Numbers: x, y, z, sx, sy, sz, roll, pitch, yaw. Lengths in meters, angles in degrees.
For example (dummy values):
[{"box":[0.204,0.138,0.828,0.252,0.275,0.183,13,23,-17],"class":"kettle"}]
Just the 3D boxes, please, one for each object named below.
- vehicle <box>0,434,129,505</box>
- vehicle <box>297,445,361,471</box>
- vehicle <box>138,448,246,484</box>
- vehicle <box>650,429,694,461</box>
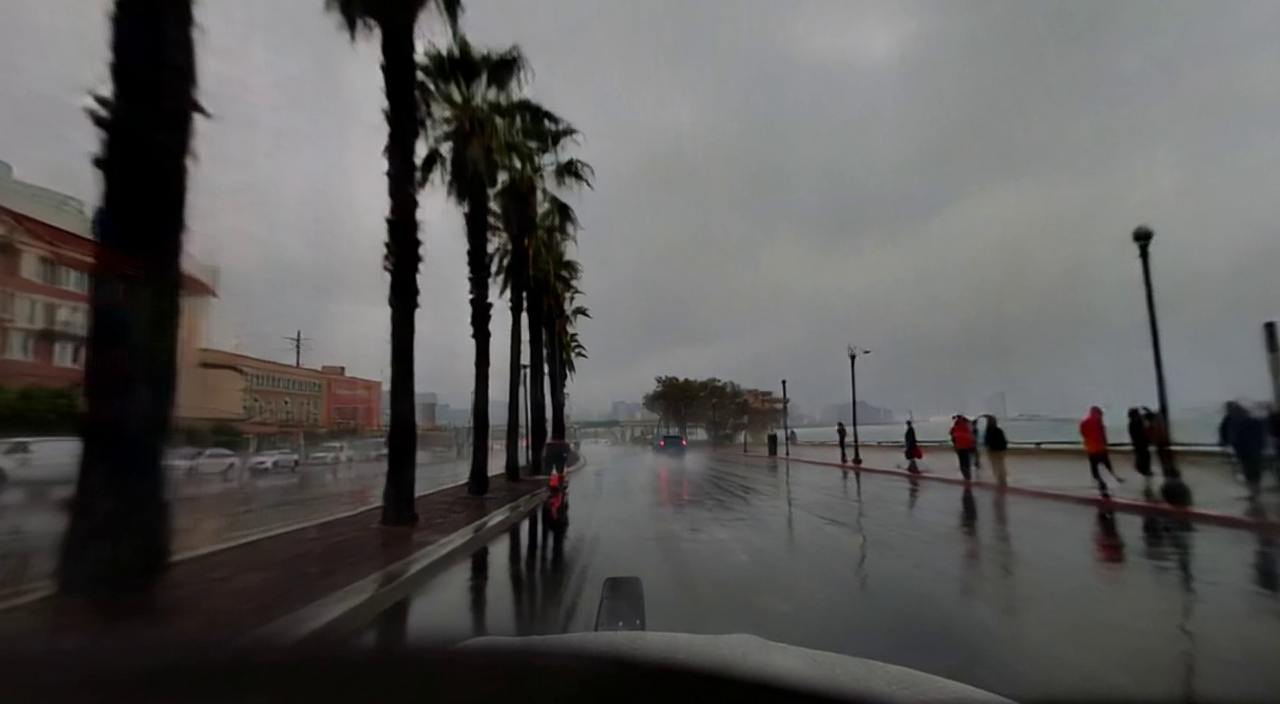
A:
[{"box":[-18.359,3.453,18.950,2.136,1.890,4.670,0,-8,-1],"class":"vehicle"},{"box":[-22.052,7.487,44.990,2.285,1.689,4.968,0,-8,-4],"class":"vehicle"},{"box":[-21.816,5.533,31.044,1.866,1.553,4.835,0,-8,-1],"class":"vehicle"},{"box":[2.027,6.295,42.739,2.284,2.010,6.670,0,-8,-3],"class":"vehicle"}]
